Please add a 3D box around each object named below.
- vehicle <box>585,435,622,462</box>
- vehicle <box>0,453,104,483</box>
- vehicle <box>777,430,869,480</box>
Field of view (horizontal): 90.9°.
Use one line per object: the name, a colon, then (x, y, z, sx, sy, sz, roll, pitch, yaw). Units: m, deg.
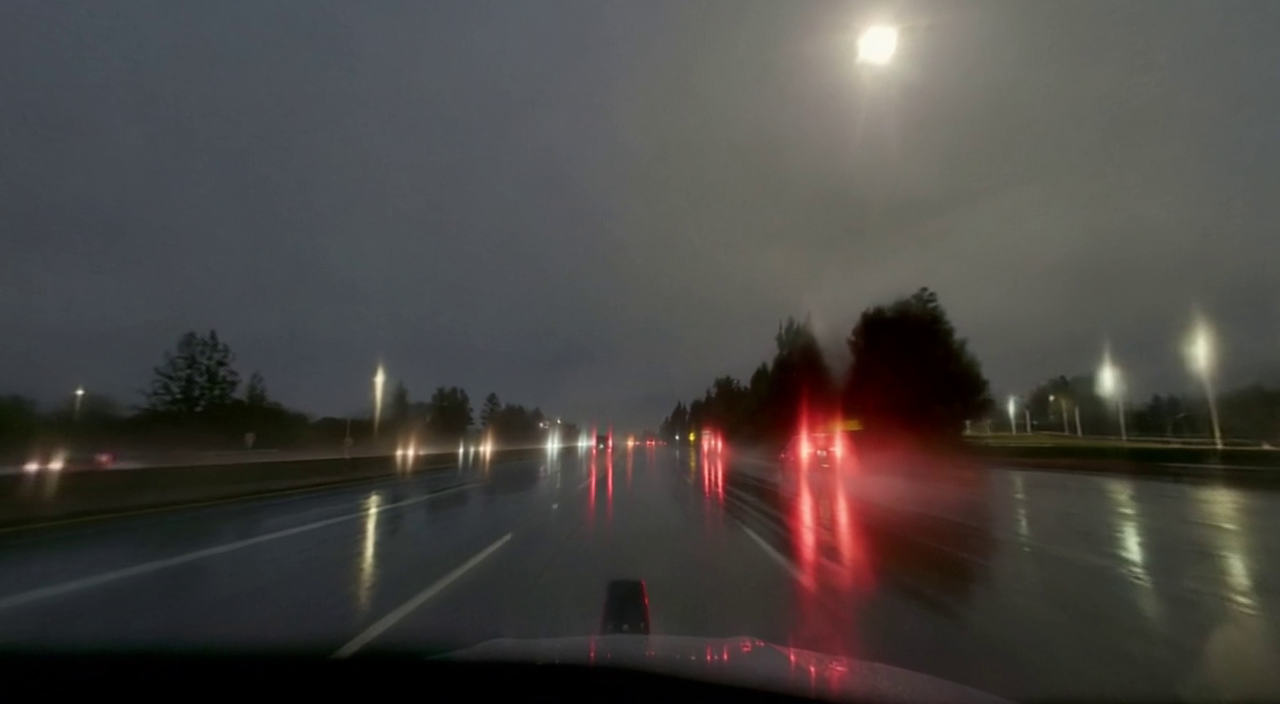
vehicle: (-2.726, 7.364, 48.264, 2.453, 1.952, 5.320, 0, -8, 0)
vehicle: (-39.669, 7.773, 42.522, 2.053, 1.812, 5.647, 0, -8, -1)
vehicle: (6.706, 3.828, 23.617, 2.063, 1.706, 4.259, 0, -8, -1)
